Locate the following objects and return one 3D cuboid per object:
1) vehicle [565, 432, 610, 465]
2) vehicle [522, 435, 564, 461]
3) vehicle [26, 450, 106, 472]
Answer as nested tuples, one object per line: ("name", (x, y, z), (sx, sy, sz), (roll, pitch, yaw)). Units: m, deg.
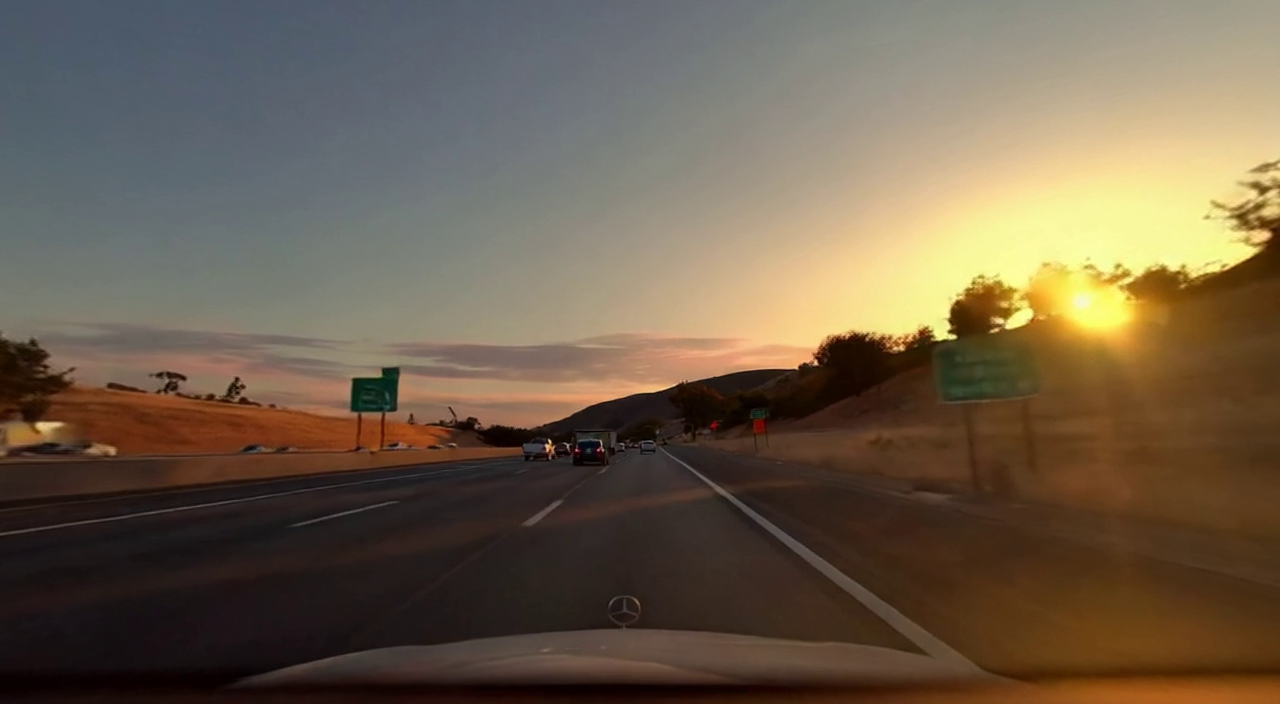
("vehicle", (-2.880, 5.413, 35.296), (2.194, 1.766, 3.720), (0, -8, 1))
("vehicle", (-6.711, 6.715, 43.940), (2.078, 1.729, 4.722), (0, -8, 2))
("vehicle", (-41.269, 7.815, 45.277), (1.700, 1.439, 4.347), (0, -8, 0))
